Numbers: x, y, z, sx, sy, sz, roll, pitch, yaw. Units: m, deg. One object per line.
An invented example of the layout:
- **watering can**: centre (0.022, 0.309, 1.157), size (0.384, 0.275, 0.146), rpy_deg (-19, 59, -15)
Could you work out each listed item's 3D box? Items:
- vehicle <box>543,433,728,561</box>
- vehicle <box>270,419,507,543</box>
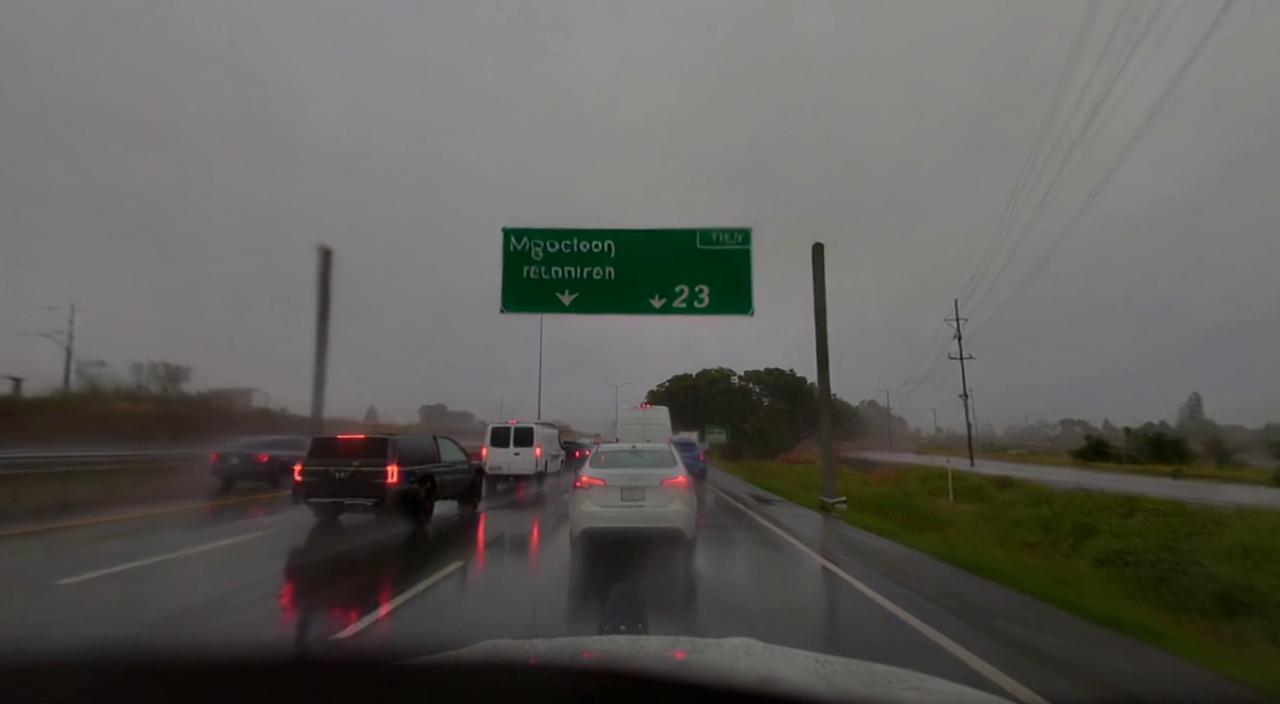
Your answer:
- **vehicle**: centre (-0.050, 1.926, 9.109), size (2.054, 1.421, 4.090), rpy_deg (0, -8, 0)
- **vehicle**: centre (-3.895, 2.081, 10.791), size (2.114, 1.657, 4.432), rpy_deg (0, -8, 2)
